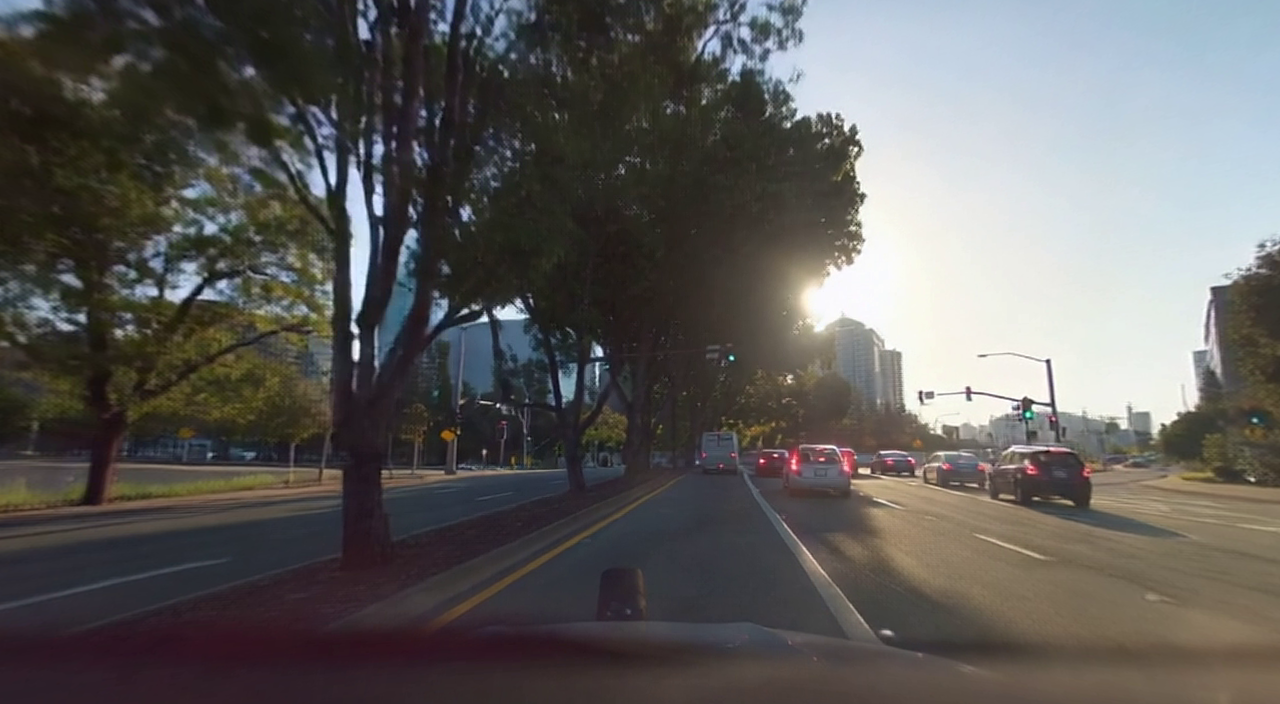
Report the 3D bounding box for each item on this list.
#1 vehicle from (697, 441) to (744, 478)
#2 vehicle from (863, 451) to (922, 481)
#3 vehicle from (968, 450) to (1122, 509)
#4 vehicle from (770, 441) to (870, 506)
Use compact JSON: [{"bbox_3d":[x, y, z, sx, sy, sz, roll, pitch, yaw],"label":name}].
[{"bbox_3d":[4.207,5.650,33.410,2.245,1.800,4.522,-1,-8,6],"label":"vehicle"},{"bbox_3d":[13.787,6.197,34.610,1.901,1.484,4.093,-1,-8,6],"label":"vehicle"},{"bbox_3d":[11.277,3.522,17.976,1.884,1.422,4.262,-1,-8,6],"label":"vehicle"},{"bbox_3d":[4.922,3.337,17.854,2.078,1.578,4.107,-1,-8,7],"label":"vehicle"}]
